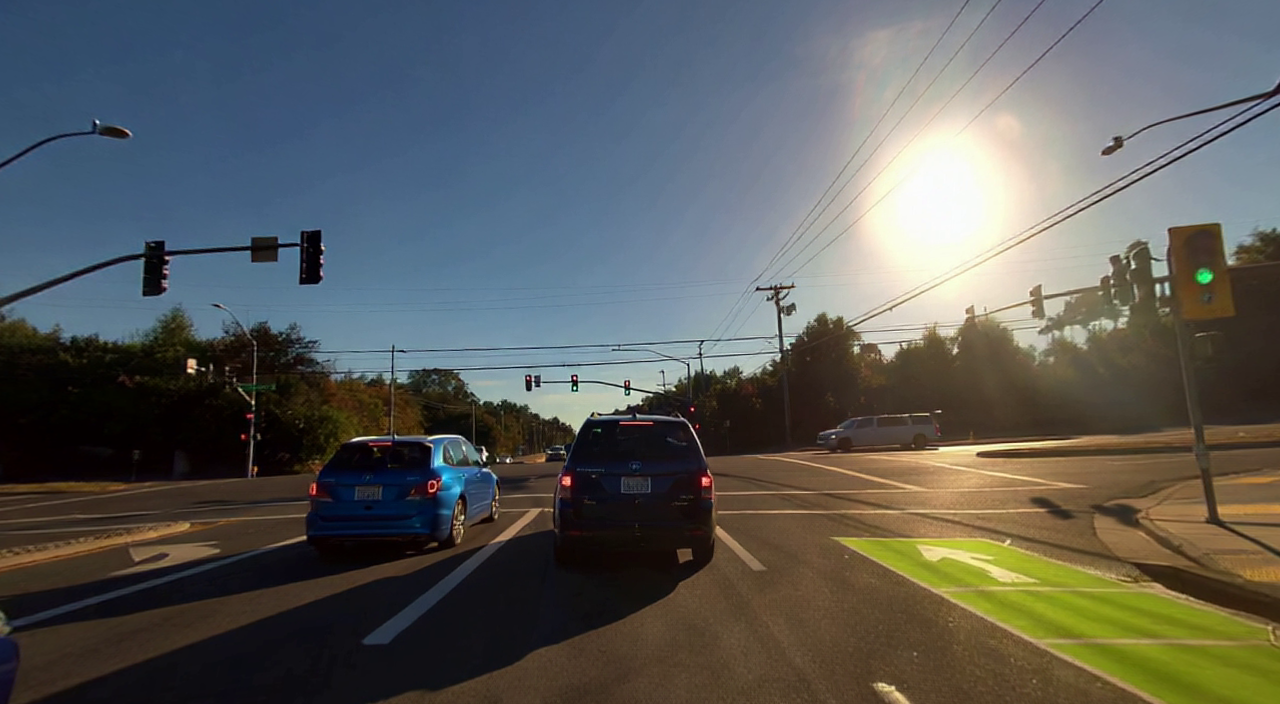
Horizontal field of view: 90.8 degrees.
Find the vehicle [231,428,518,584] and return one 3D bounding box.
[{"bbox_3d":[-2.928,1.768,8.008,1.969,1.486,3.702,0,-8,1],"label":"vehicle"}]

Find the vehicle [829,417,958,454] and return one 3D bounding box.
[{"bbox_3d":[13.836,4.608,34.814,6.143,1.944,2.229,-1,-8,5],"label":"vehicle"}]

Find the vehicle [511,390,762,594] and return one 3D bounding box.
[{"bbox_3d":[-0.055,1.518,7.617,2.182,1.773,4.041,0,-8,-1],"label":"vehicle"}]

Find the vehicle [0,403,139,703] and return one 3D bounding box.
[{"bbox_3d":[-3.352,0.663,0.445,1.928,1.488,4.936,0,-8,0],"label":"vehicle"}]
